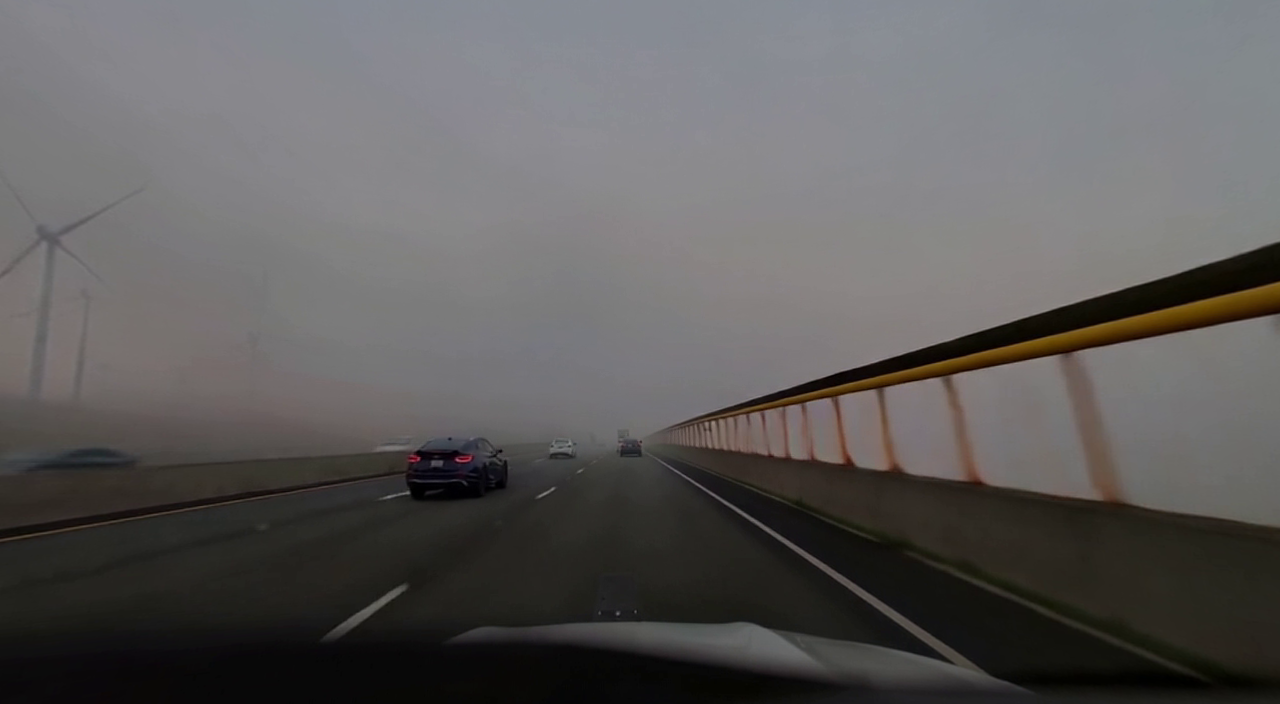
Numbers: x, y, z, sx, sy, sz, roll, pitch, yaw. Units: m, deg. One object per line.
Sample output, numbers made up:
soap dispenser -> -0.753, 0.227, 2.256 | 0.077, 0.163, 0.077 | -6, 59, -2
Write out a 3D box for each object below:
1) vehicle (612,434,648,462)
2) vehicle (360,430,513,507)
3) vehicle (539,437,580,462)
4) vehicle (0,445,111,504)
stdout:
vehicle -> -0.588, 5.667, 37.442 | 2.027, 1.550, 3.607 | 0, -8, -1
vehicle -> -4.403, 2.578, 14.532 | 1.998, 1.468, 4.635 | 0, -8, 0
vehicle -> -4.884, 5.938, 38.645 | 2.059, 1.436, 3.802 | 0, -8, -1
vehicle -> -18.070, 3.472, 18.174 | 2.043, 1.488, 4.151 | 0, -8, -1
